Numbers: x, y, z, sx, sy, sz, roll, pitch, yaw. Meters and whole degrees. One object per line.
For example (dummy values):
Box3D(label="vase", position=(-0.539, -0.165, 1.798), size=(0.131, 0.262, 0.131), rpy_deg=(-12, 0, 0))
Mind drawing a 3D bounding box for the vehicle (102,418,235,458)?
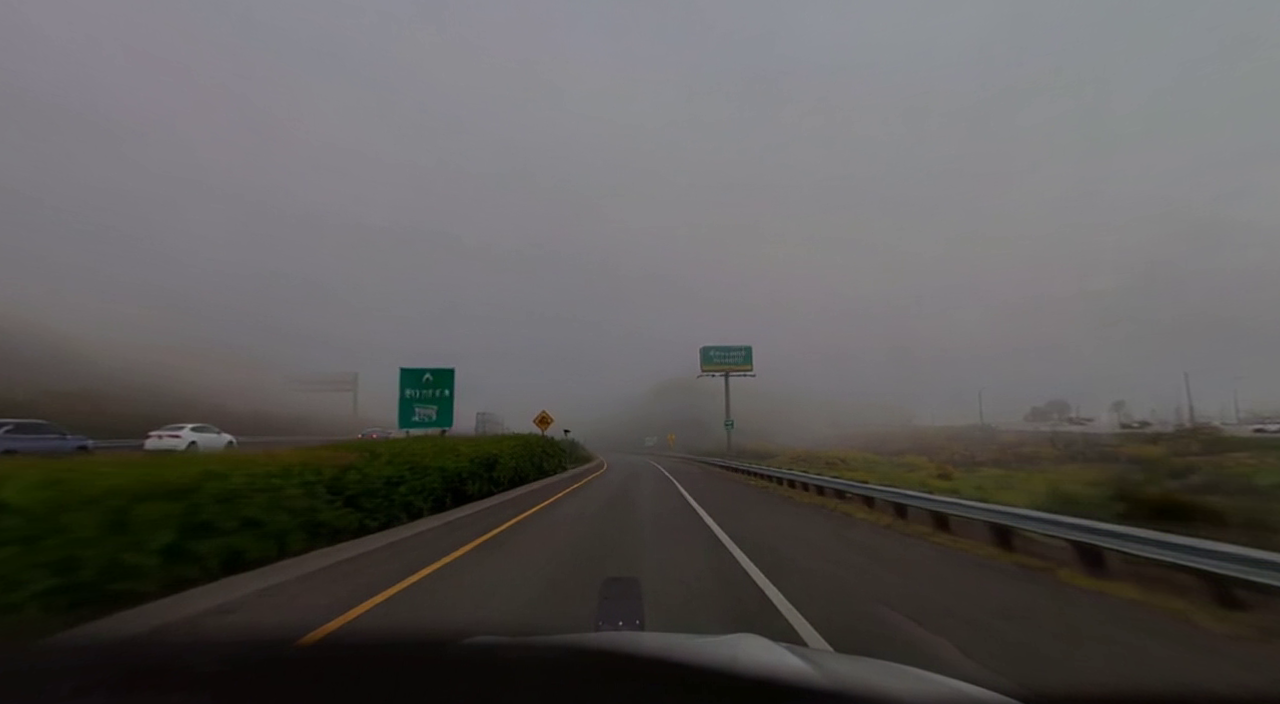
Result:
Box3D(label="vehicle", position=(-18.894, 3.529, 25.648), size=(1.931, 1.451, 4.683), rpy_deg=(0, -8, -2))
